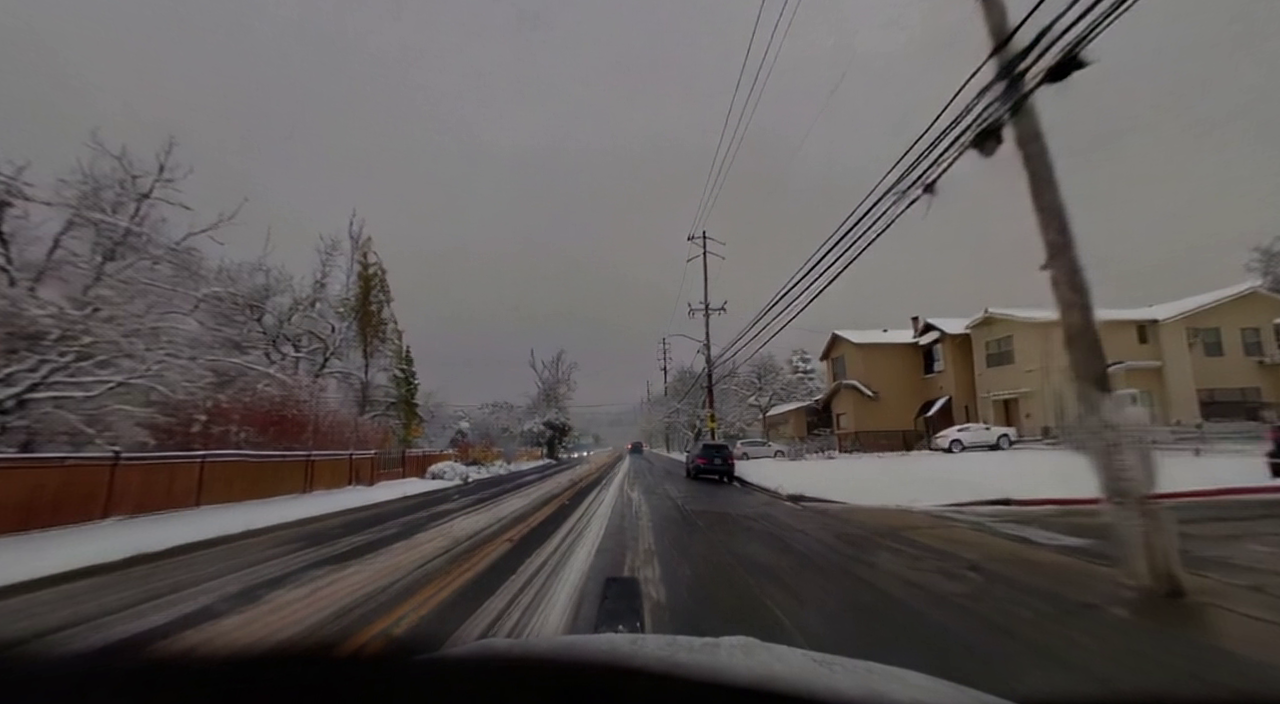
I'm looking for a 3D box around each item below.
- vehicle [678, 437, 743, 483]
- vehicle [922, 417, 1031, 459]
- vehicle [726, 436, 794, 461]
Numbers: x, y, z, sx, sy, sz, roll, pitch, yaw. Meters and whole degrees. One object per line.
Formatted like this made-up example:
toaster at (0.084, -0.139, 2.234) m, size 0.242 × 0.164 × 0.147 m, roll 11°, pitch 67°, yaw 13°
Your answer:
vehicle at (2.817, 4.449, 26.283) m, size 2.108 × 1.710 × 4.499 m, roll 0°, pitch -9°, yaw -1°
vehicle at (18.007, 4.635, 33.951) m, size 4.457 × 1.780 × 2.170 m, roll -5°, pitch -8°, yaw 0°
vehicle at (8.793, 7.087, 46.451) m, size 4.585 × 1.823 × 1.991 m, roll 0°, pitch -9°, yaw 1°
